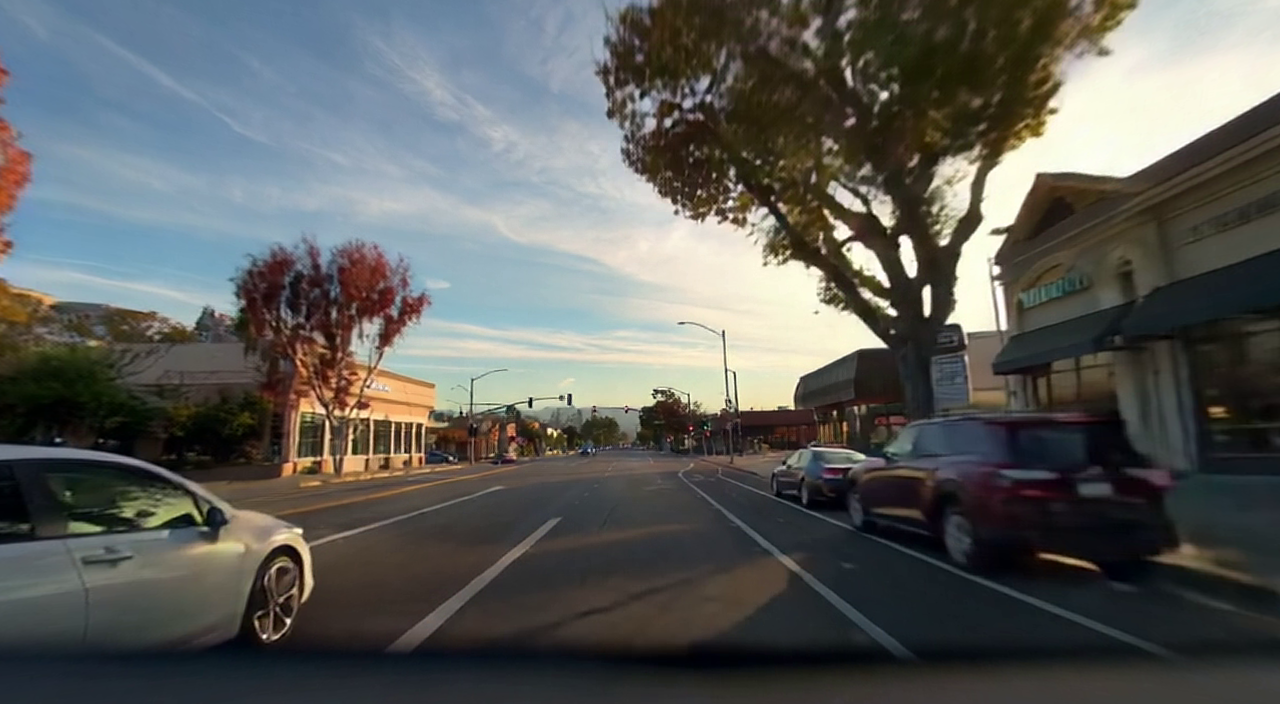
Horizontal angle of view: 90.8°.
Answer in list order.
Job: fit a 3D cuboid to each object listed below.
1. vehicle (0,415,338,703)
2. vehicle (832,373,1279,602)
[{"bbox_3d":[-3.047,0.932,2.060,1.874,1.424,4.553,0,-9,0],"label":"vehicle"},{"bbox_3d":[4.487,1.581,8.313,2.110,1.992,5.428,0,-9,-1],"label":"vehicle"}]
